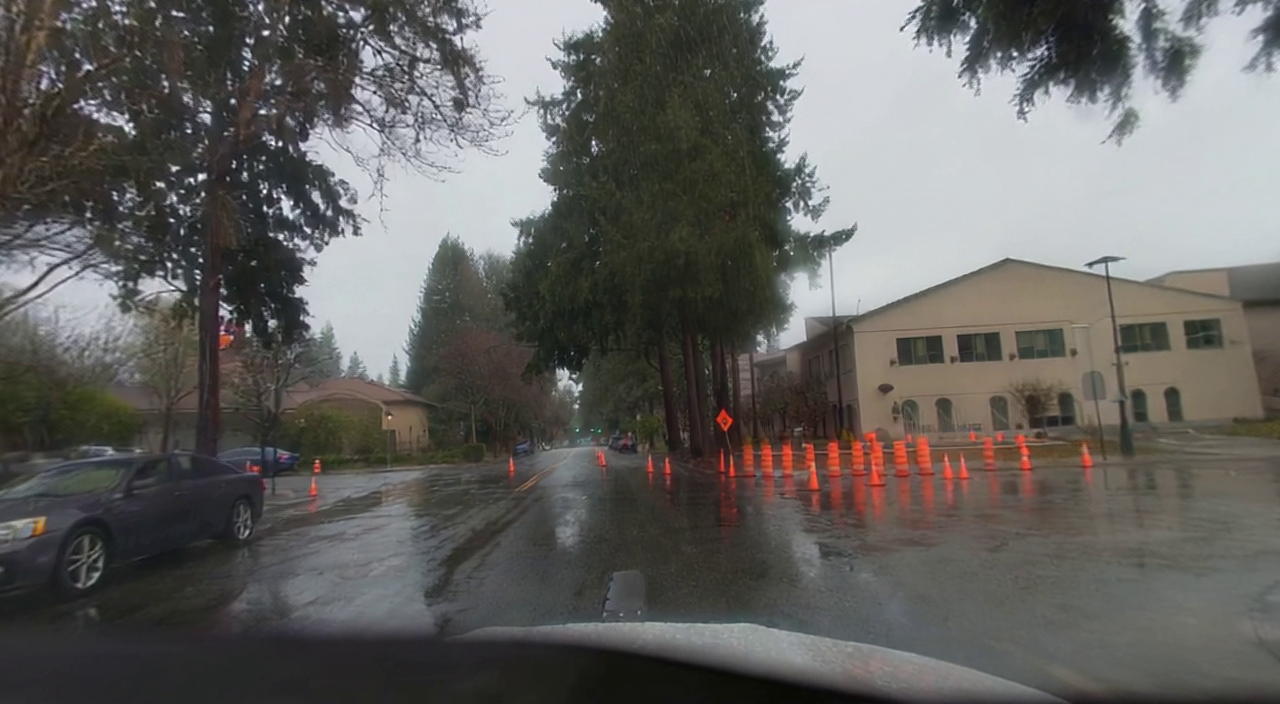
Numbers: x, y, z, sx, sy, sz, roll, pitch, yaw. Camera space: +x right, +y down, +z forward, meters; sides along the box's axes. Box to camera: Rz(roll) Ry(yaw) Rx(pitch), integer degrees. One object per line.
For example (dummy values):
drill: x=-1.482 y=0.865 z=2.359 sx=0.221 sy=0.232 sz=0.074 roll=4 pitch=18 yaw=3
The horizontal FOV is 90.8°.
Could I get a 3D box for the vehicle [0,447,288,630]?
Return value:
vehicle: x=-7.606 y=1.994 z=7.540 sx=2.961 sy=1.701 sz=7.563 roll=1 pitch=-8 yaw=-4
